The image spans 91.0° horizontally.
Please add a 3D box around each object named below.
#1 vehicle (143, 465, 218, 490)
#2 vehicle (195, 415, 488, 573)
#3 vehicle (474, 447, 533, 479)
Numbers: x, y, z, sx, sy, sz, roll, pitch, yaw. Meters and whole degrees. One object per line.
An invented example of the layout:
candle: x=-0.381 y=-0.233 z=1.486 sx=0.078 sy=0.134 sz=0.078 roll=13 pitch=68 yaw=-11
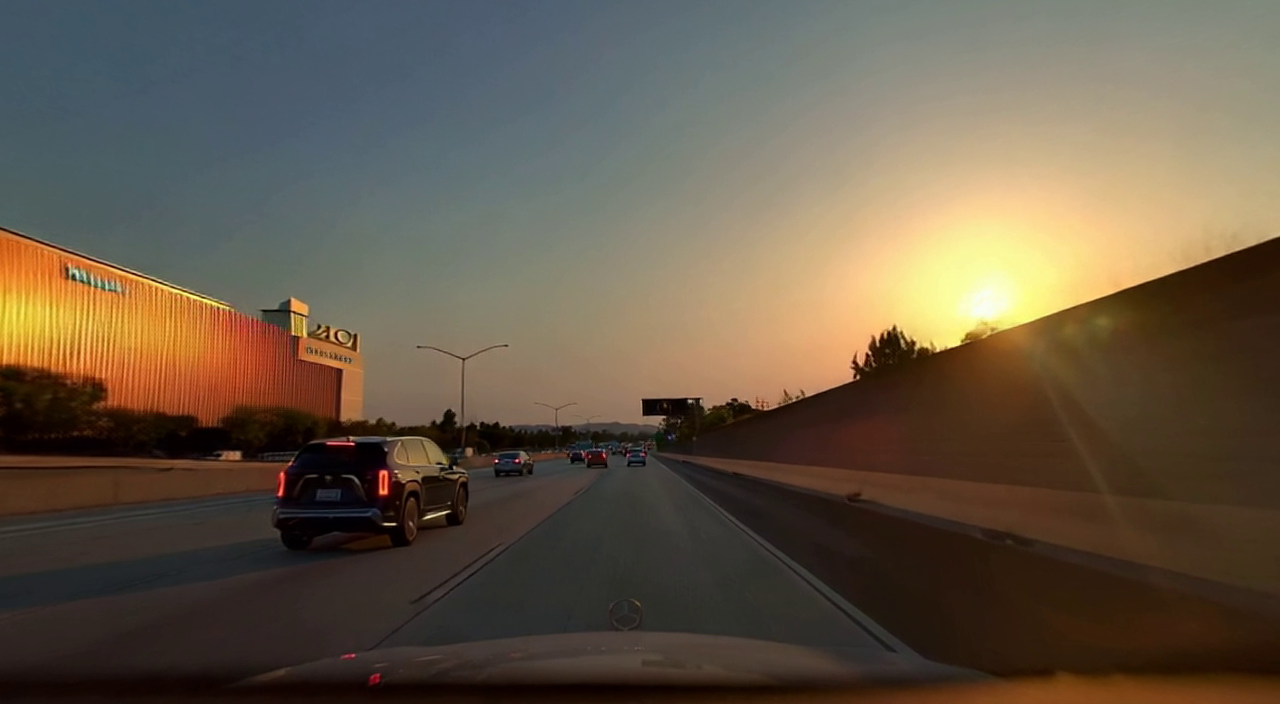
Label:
vehicle: x=-32.271 y=8.815 z=44.402 sx=1.820 sy=1.475 sz=4.548 roll=0 pitch=-9 yaw=0
vehicle: x=-3.883 y=1.929 z=9.333 sx=2.059 sy=1.725 sz=4.521 roll=0 pitch=-9 yaw=1
vehicle: x=-7.199 y=5.893 z=33.747 sx=1.998 sy=1.542 sz=4.953 roll=0 pitch=-9 yaw=1
